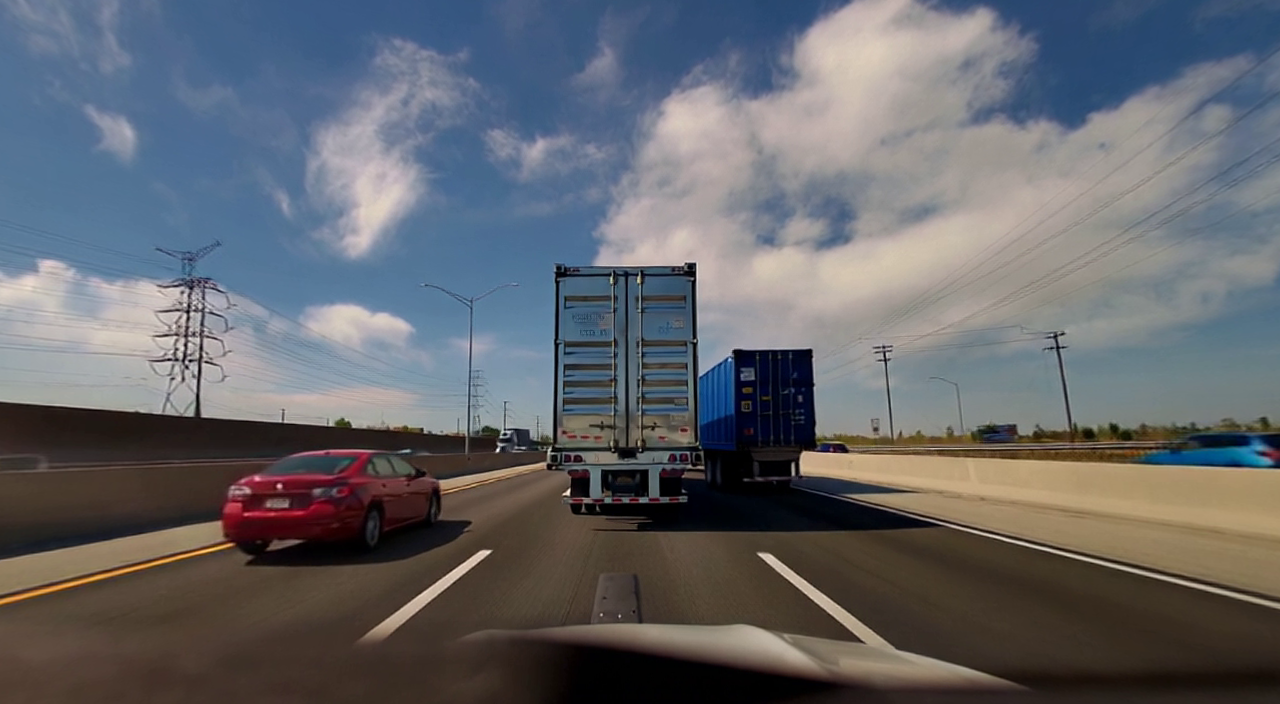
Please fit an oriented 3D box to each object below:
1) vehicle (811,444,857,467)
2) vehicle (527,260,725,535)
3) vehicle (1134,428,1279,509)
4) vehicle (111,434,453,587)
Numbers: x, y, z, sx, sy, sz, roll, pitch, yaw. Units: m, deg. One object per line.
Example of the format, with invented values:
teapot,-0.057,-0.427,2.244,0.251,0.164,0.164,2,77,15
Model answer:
vehicle,12.752,6.799,41.748,1.766,1.452,3.703,0,-9,-2
vehicle,-0.213,1.505,15.338,2.841,4.071,12.046,0,-9,0
vehicle,13.424,2.450,13.594,2.020,1.546,4.336,0,-9,-1
vehicle,-4.211,1.913,8.571,1.993,1.475,4.540,0,-9,0
